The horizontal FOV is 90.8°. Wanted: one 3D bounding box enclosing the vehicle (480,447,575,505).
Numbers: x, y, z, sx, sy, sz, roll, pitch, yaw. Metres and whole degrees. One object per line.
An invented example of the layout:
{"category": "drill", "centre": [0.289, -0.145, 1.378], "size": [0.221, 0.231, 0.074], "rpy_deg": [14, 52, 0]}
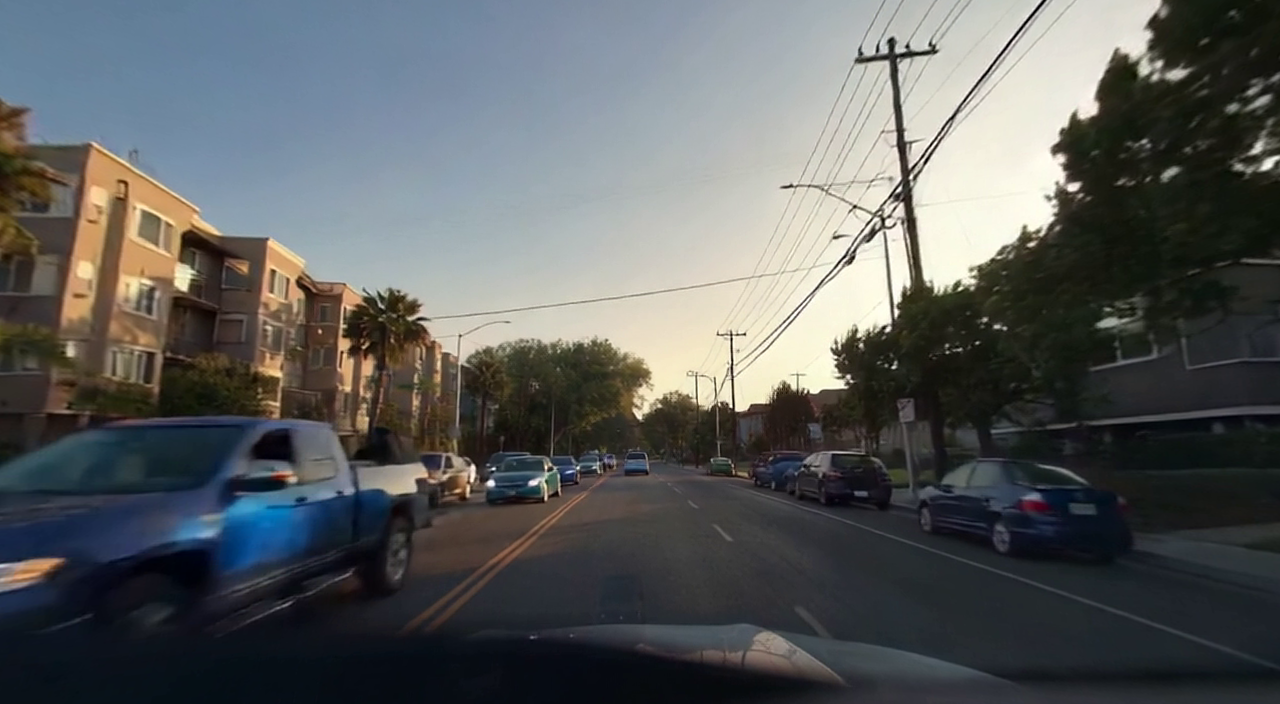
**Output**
{"category": "vehicle", "centre": [-3.215, 3.619, 18.970], "size": [1.972, 1.498, 4.304], "rpy_deg": [0, -8, 2]}

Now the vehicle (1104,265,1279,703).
{"category": "vehicle", "centre": [3.029, 0.435, 0.239], "size": [2.027, 1.907, 4.736], "rpy_deg": [0, -8, -1]}

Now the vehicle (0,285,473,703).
{"category": "vehicle", "centre": [-2.665, 1.022, 3.570], "size": [2.167, 1.761, 4.584], "rpy_deg": [0, -8, 0]}

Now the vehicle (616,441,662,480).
{"category": "vehicle", "centre": [-0.008, 5.781, 34.080], "size": [2.308, 1.940, 4.125], "rpy_deg": [0, -8, 1]}

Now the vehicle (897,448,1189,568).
{"category": "vehicle", "centre": [6.243, 2.407, 10.612], "size": [1.964, 1.550, 4.424], "rpy_deg": [0, -9, 0]}

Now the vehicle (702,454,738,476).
{"category": "vehicle", "centre": [5.922, 8.400, 47.312], "size": [1.943, 1.490, 4.783], "rpy_deg": [0, -9, -2]}

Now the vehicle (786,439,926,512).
{"category": "vehicle", "centre": [6.203, 3.582, 18.963], "size": [2.211, 1.884, 5.031], "rpy_deg": [0, -9, -3]}

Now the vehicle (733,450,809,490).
{"category": "vehicle", "centre": [6.182, 5.641, 30.645], "size": [2.350, 1.706, 5.901], "rpy_deg": [0, -9, -1]}
